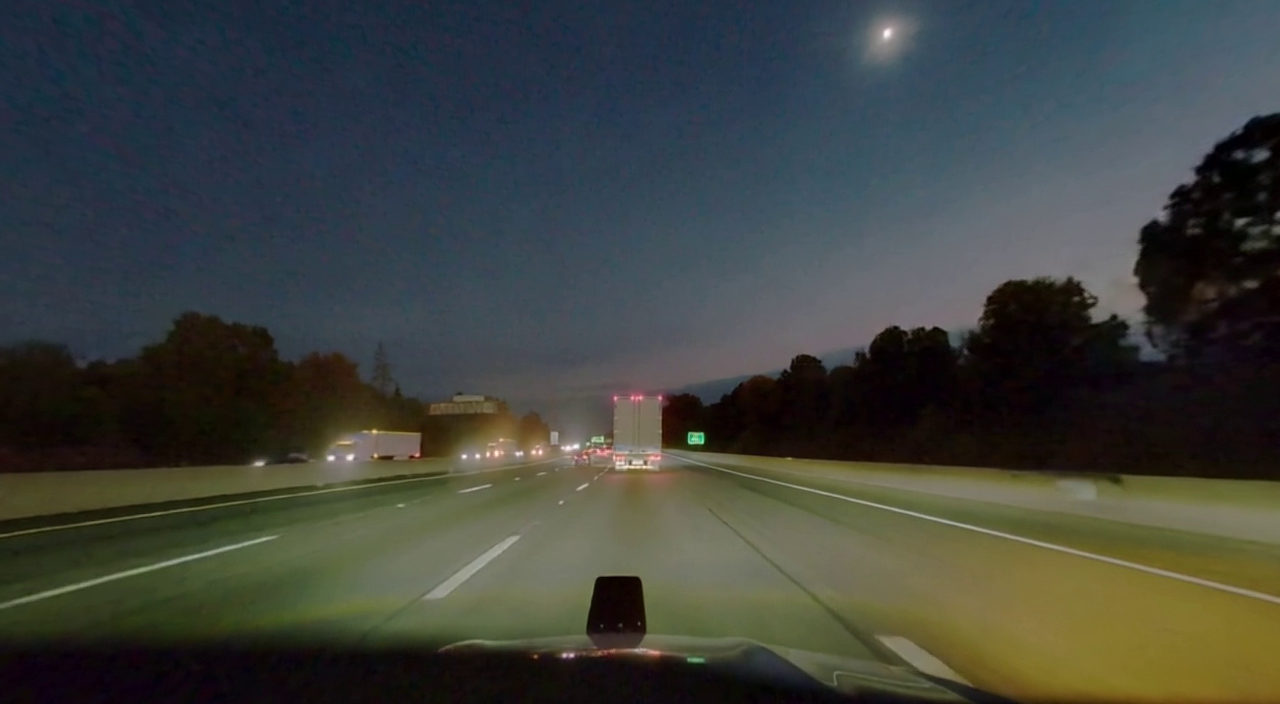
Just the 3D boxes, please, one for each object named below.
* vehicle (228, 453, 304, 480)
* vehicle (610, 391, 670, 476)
[{"bbox_3d":[-22.335,6.840,37.811,1.893,1.467,4.422,0,-9,-1],"label":"vehicle"},{"bbox_3d":[-0.143,4.862,36.540,2.875,4.056,12.312,0,-9,-1],"label":"vehicle"}]
